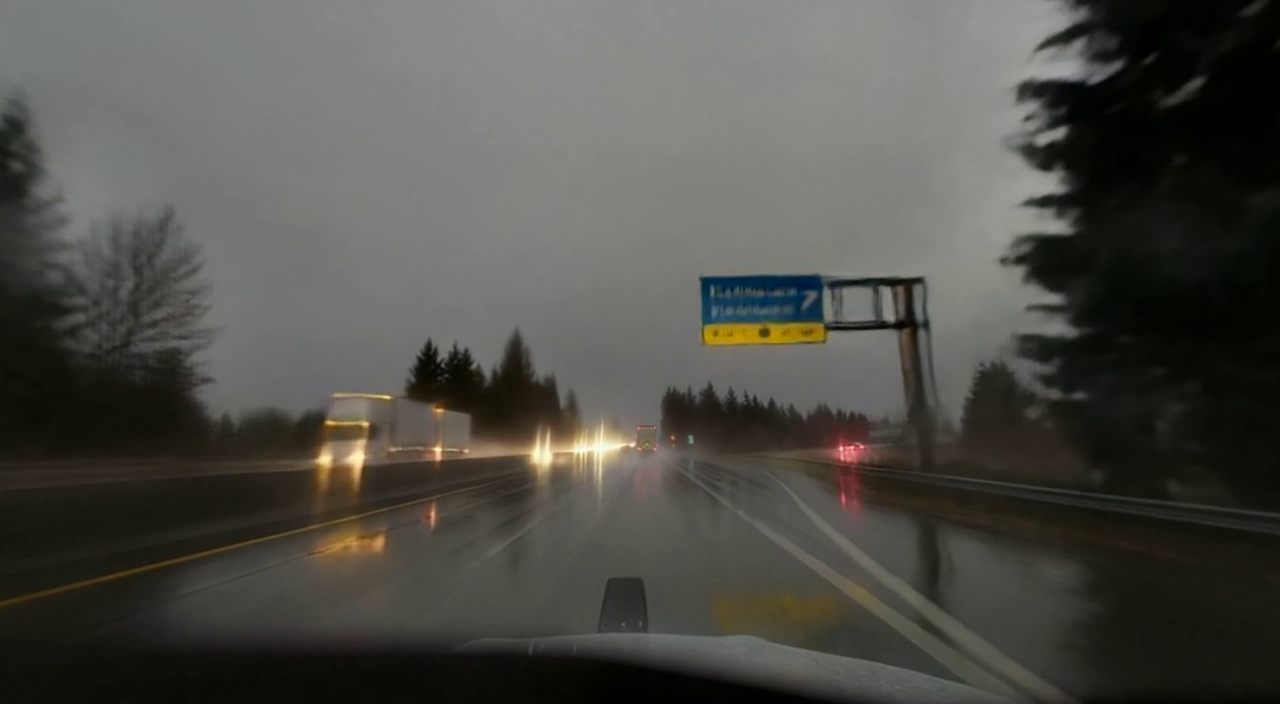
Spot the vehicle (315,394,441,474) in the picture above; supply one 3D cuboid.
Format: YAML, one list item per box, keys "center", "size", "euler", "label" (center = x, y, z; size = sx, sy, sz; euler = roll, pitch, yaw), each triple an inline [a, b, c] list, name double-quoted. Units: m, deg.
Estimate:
- center: [-16.183, 5.356, 40.233]
  size: [3.237, 4.404, 10.808]
  euler: [0, -9, 1]
  label: "vehicle"
